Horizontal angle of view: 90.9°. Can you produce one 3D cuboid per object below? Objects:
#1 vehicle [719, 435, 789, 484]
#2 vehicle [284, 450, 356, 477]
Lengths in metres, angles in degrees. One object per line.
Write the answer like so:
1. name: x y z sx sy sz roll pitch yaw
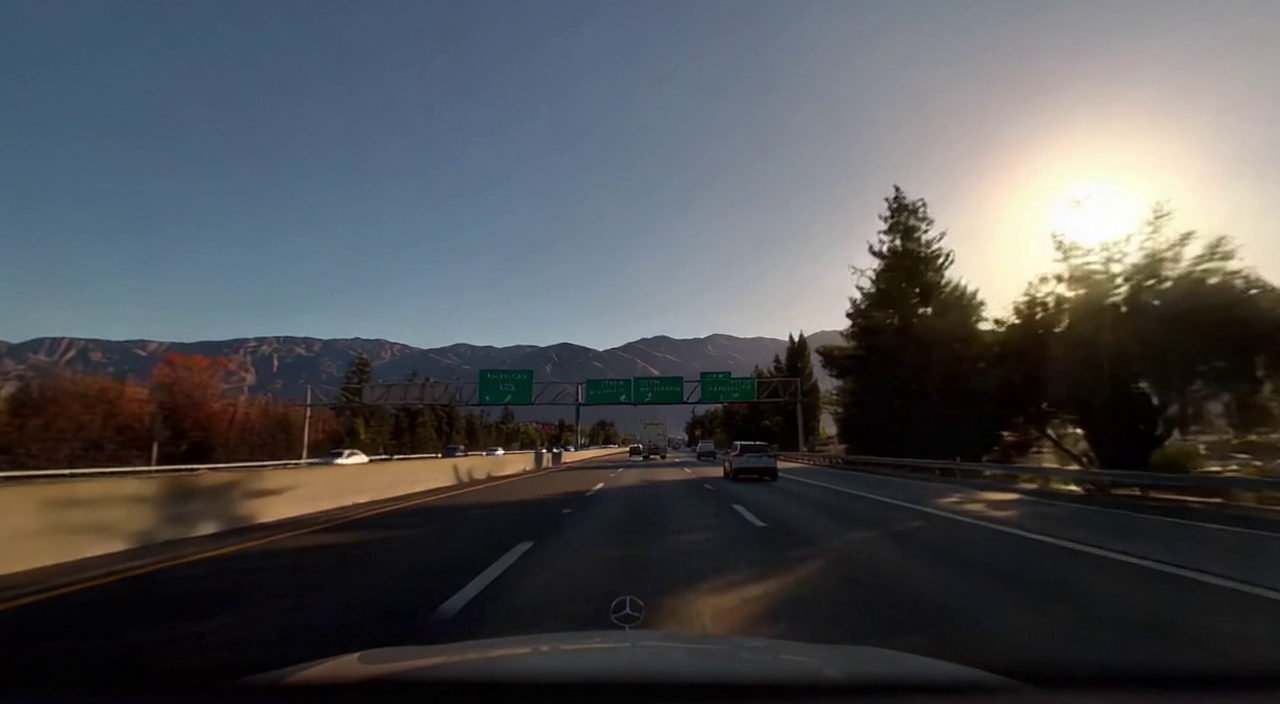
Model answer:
1. vehicle: 4.143 3.962 23.500 1.880 1.624 3.941 0 -8 0
2. vehicle: -19.301 6.713 38.262 1.884 1.455 4.553 -1 -8 2
